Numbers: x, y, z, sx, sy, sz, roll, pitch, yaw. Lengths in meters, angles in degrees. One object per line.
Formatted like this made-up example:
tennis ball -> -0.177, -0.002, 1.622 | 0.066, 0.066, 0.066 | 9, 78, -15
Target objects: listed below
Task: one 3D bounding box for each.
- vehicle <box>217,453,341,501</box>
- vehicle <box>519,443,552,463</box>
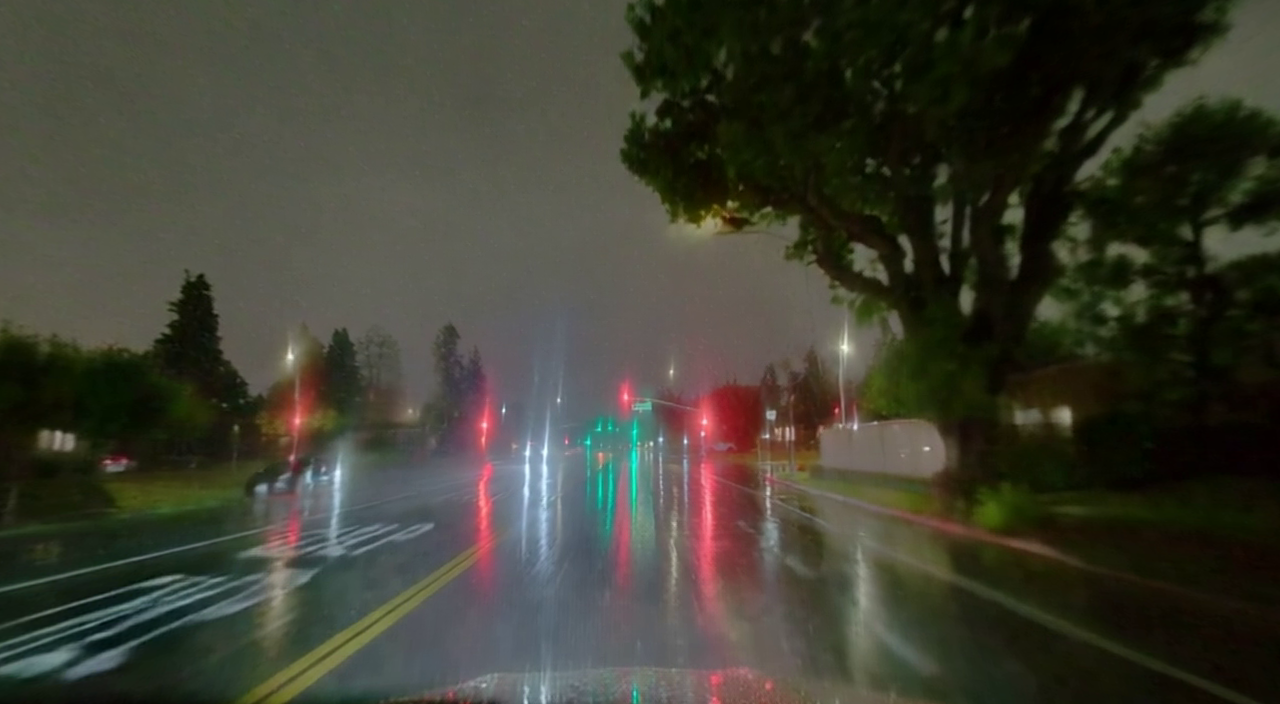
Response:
vehicle -> -12.854, 4.438, 22.908 | 1.851, 1.482, 4.443 | 0, -8, 0
vehicle -> -8.083, 7.883, 49.333 | 1.869, 1.497, 3.768 | 0, -8, 1
